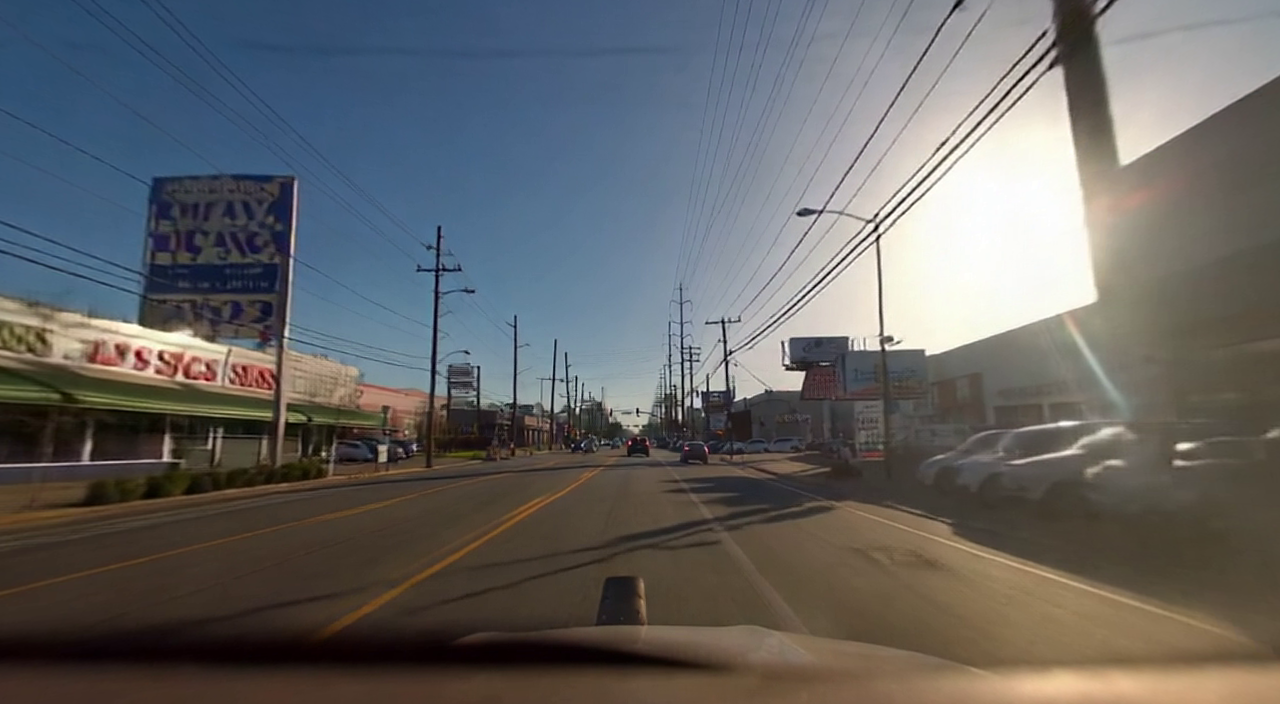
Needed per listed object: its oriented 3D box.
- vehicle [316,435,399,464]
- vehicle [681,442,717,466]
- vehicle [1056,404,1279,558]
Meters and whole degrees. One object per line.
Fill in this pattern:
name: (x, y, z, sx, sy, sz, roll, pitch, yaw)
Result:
vehicle: (-18.351, 6.371, 41.210, 4.455, 1.772, 2.048, 1, -9, -3)
vehicle: (3.837, 6.718, 41.854, 1.926, 1.482, 4.442, 0, -9, -1)
vehicle: (10.120, 1.874, 9.620, 5.771, 2.013, 2.414, 0, -8, 1)
